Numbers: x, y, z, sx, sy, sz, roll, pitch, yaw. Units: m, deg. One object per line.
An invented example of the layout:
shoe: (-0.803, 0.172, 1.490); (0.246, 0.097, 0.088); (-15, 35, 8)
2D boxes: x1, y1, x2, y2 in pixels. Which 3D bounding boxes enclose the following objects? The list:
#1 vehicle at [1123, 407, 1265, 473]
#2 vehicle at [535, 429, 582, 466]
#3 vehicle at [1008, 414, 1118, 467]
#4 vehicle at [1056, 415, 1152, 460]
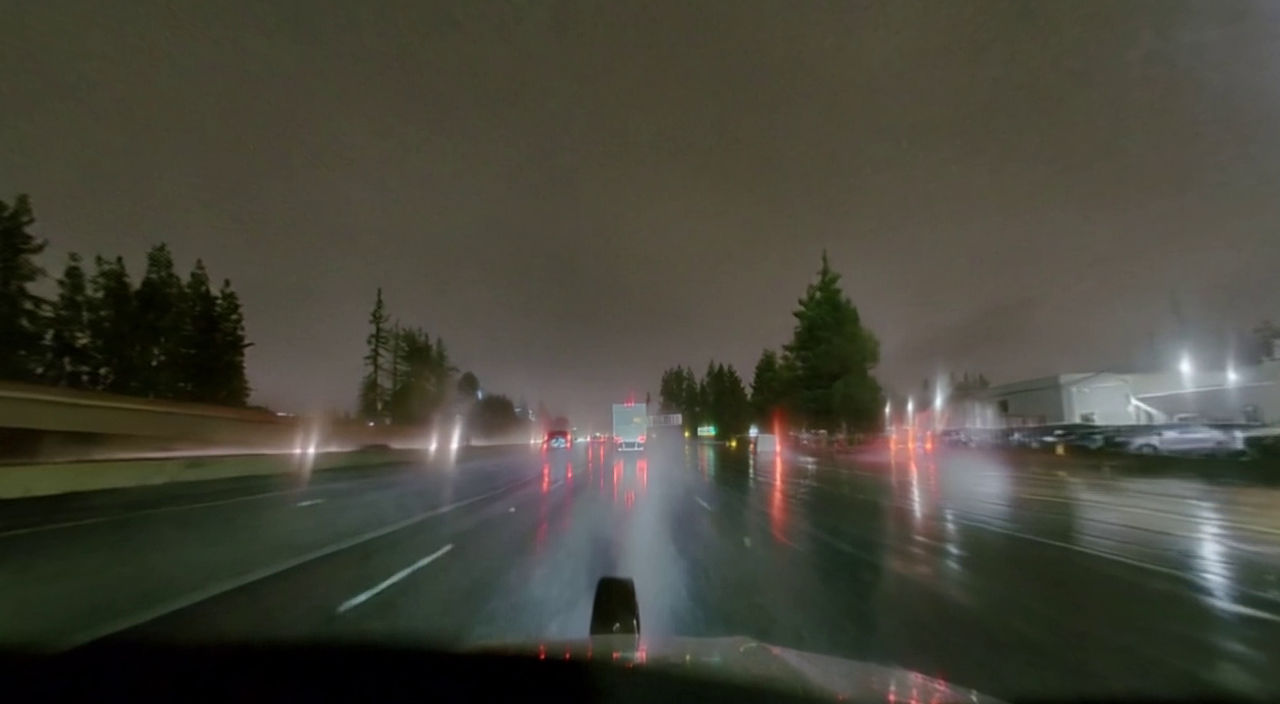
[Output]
vehicle: (32.477, 5.121, 36.960); (8.507, 3.424, 3.443); (4, -9, -30)
vehicle: (-4.567, 5.457, 36.217); (2.095, 1.930, 4.680); (0, -8, 0)
vehicle: (32.479, 6.768, 48.486); (8.295, 3.754, 2.807); (3, -9, -24)
vehicle: (31.266, 5.736, 42.559); (5.465, 2.735, 3.004); (3, -9, -30)
